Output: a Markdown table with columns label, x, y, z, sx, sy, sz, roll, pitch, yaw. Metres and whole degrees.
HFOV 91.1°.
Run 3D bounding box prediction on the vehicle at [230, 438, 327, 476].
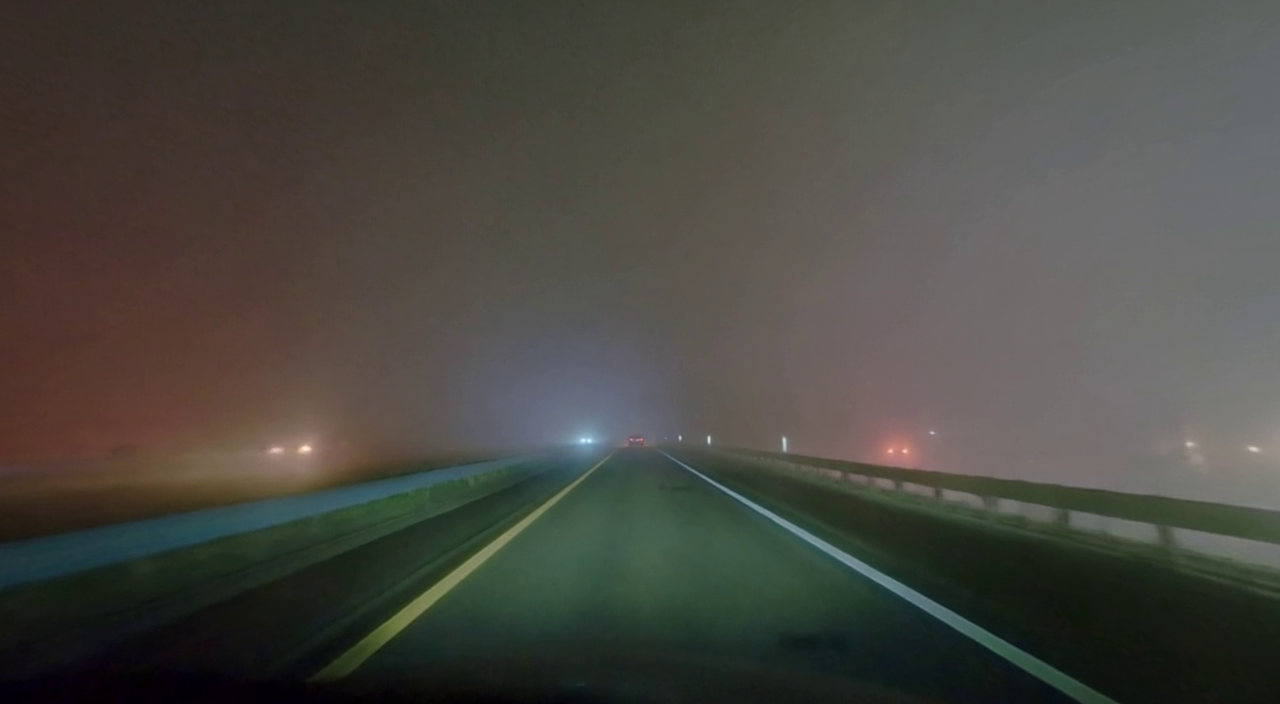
| label | x | y | z | sx | sy | sz | roll | pitch | yaw |
| --- | --- | --- | --- | --- | --- | --- | --- | --- | --- |
| vehicle | -16.495 | 4.772 | 28.949 | 1.893 | 1.607 | 4.347 | 0 | -8 | 0 |
